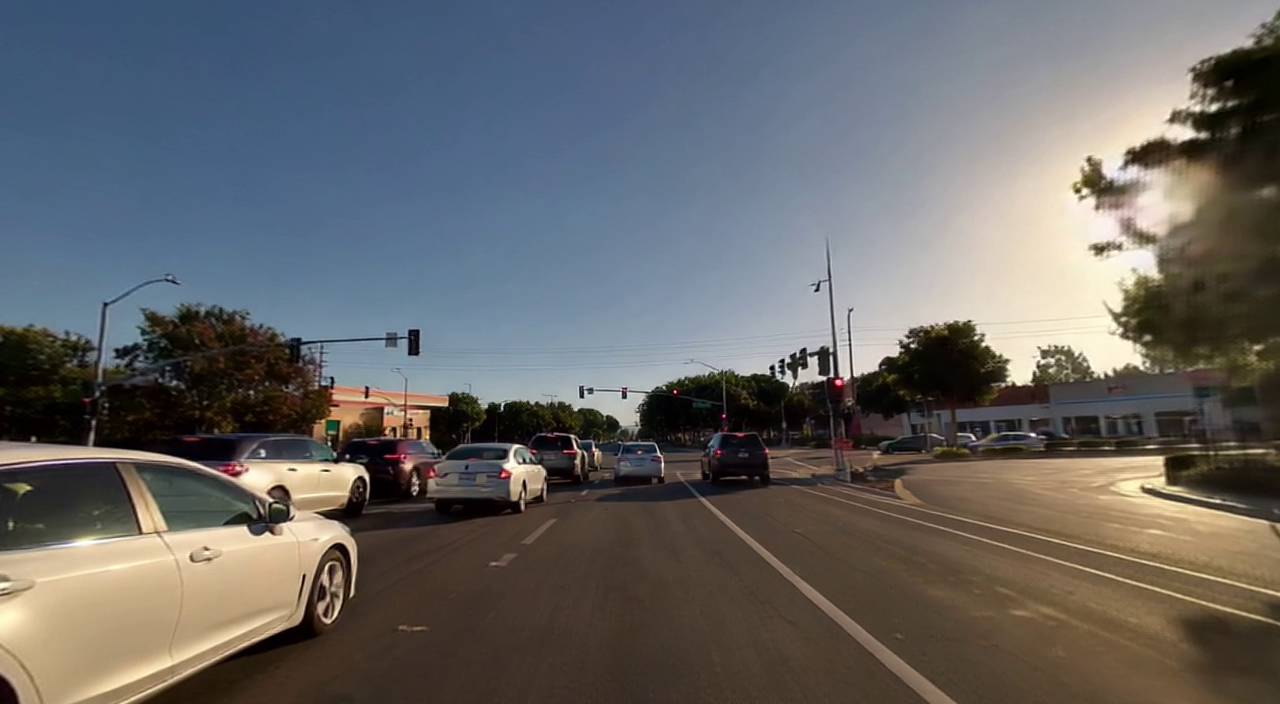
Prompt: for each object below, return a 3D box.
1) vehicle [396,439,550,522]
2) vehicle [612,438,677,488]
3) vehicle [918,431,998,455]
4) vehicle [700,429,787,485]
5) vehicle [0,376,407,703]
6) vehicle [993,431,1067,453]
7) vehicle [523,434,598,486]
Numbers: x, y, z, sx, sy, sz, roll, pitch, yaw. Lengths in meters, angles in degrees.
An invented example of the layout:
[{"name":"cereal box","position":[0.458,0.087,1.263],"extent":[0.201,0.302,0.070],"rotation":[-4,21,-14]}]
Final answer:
[{"name":"vehicle","position":[-3.311,2.653,13.521],"extent":[2.014,1.472,4.357],"rotation":[0,-9,2]},{"name":"vehicle","position":[0.164,3.751,21.540],"extent":[2.032,1.499,3.994],"rotation":[0,-9,1]},{"name":"vehicle","position":[23.362,6.732,46.361],"extent":[4.781,1.700,1.986],"rotation":[0,-9,1]},{"name":"vehicle","position":[3.386,3.571,21.551],"extent":[2.076,1.691,4.402],"rotation":[0,-9,-2]},{"name":"vehicle","position":[-3.102,0.960,2.697],"extent":[2.249,1.517,4.951],"rotation":[0,-9,1]},{"name":"vehicle","position":[30.629,7.073,49.550],"extent":[4.432,1.680,1.932],"rotation":[0,-9,2]},{"name":"vehicle","position":[-2.785,3.915,23.055],"extent":[2.072,1.694,4.070],"rotation":[0,-9,2]}]
